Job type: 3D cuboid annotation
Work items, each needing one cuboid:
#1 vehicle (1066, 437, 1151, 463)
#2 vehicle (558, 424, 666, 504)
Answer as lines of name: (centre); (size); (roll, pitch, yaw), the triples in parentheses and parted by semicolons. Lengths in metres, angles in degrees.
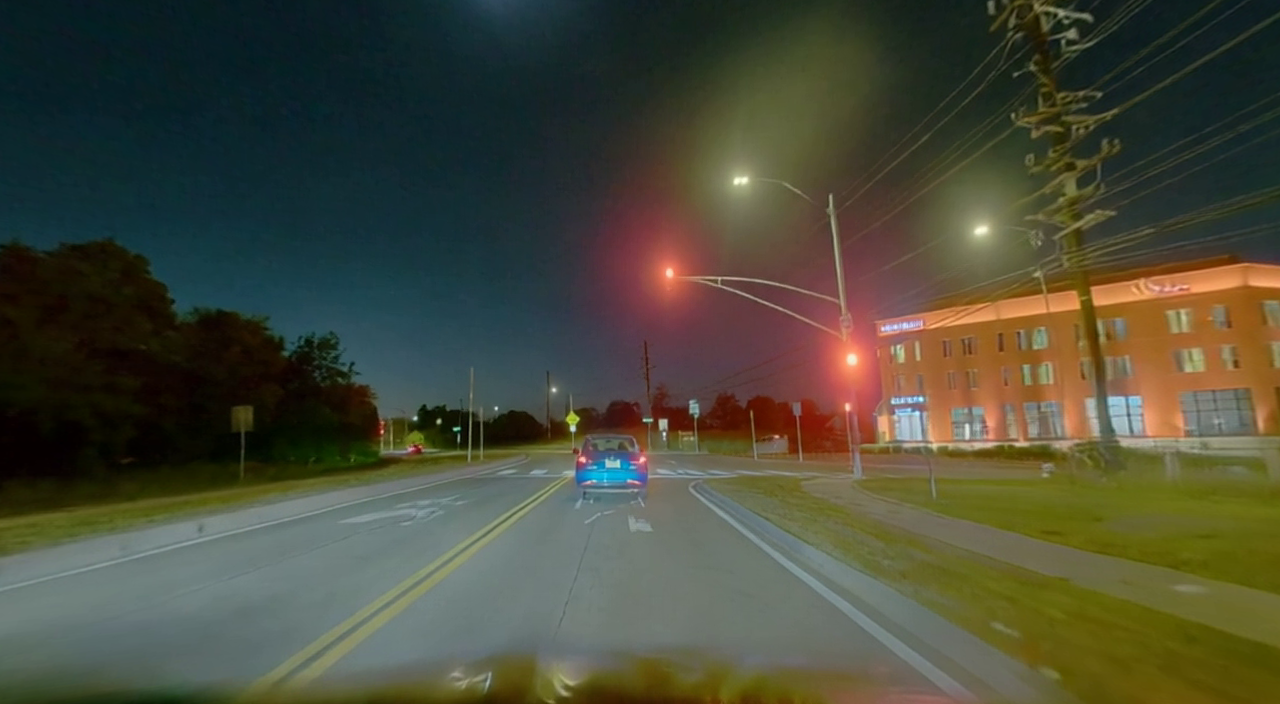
vehicle: (27.658, 5.780, 37.287); (1.635, 1.433, 3.558); (4, -9, -31)
vehicle: (-0.580, 2.464, 14.336); (2.123, 1.566, 3.662); (0, -8, -1)
